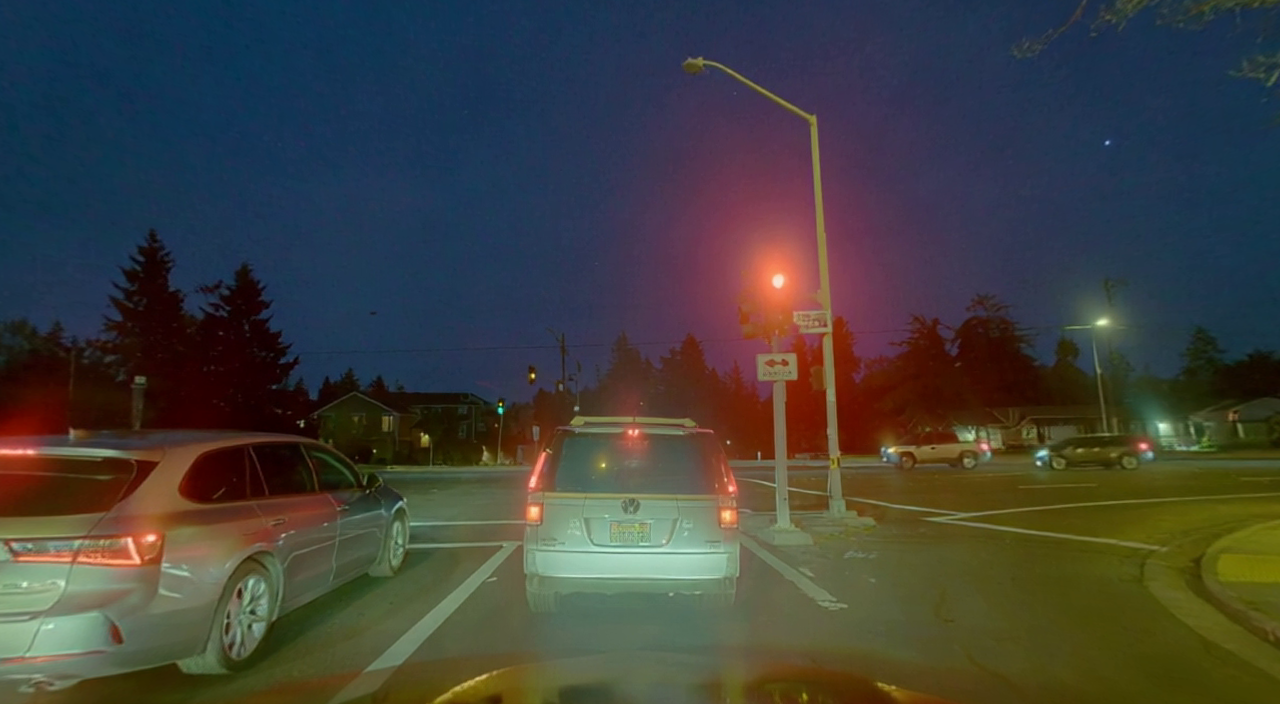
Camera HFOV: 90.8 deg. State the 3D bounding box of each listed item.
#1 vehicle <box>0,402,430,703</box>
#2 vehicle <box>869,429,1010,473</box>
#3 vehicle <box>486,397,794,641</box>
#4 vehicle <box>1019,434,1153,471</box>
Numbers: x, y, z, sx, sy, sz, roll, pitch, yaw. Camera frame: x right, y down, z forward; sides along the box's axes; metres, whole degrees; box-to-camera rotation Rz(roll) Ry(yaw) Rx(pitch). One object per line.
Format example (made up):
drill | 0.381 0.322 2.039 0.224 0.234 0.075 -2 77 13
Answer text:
vehicle | -3.301 1.272 4.730 2.035 1.492 4.415 0 -9 -2
vehicle | 12.562 4.197 26.809 4.887 1.769 2.035 -1 -9 5
vehicle | -0.141 1.470 6.567 2.154 1.670 4.140 1 -9 -4
vehicle | 20.621 4.650 29.399 4.639 1.621 1.867 -1 -9 6
